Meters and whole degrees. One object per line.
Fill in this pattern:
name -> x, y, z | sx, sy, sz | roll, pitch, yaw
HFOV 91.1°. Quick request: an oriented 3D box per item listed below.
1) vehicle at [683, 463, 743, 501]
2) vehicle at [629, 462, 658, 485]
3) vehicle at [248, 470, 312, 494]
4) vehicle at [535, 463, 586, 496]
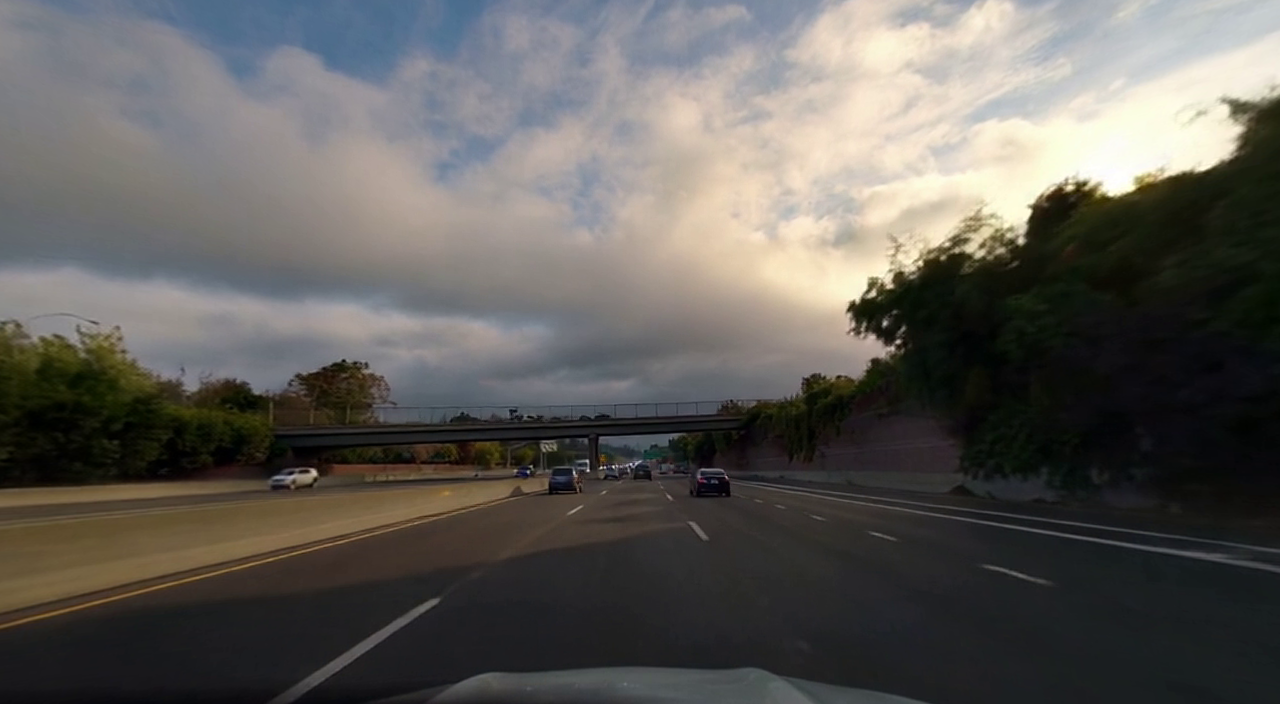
vehicle -> 3.186, 5.787, 28.245 | 2.092, 1.518, 4.348 | 1, -10, -2
vehicle -> 0.257, 9.600, 49.567 | 2.181, 1.698, 4.056 | 1, -10, 0
vehicle -> -28.181, 10.172, 49.334 | 2.133, 1.712, 4.547 | 0, -10, 2
vehicle -> -3.891, 6.331, 31.374 | 1.975, 1.486, 3.903 | 1, -10, 0
